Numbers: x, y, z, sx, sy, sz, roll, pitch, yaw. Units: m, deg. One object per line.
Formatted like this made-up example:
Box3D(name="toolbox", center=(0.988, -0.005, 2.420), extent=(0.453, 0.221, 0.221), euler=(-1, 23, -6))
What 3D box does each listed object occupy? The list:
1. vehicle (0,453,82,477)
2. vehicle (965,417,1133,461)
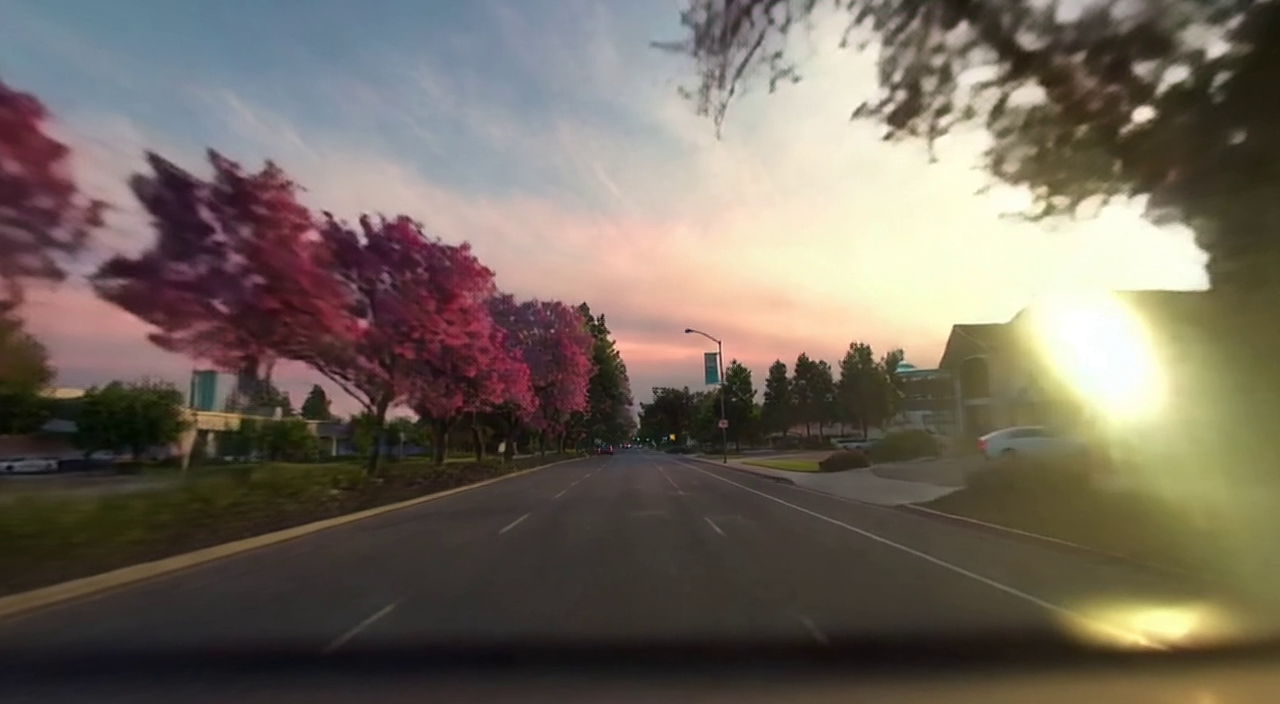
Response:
Box3D(name="vehicle", center=(-45.906, 8.583, 48.225), extent=(4.530, 1.734, 2.066), euler=(0, -8, -2))
Box3D(name="vehicle", center=(15.185, 3.266, 23.664), extent=(4.877, 1.592, 1.913), euler=(0, -8, 2))
